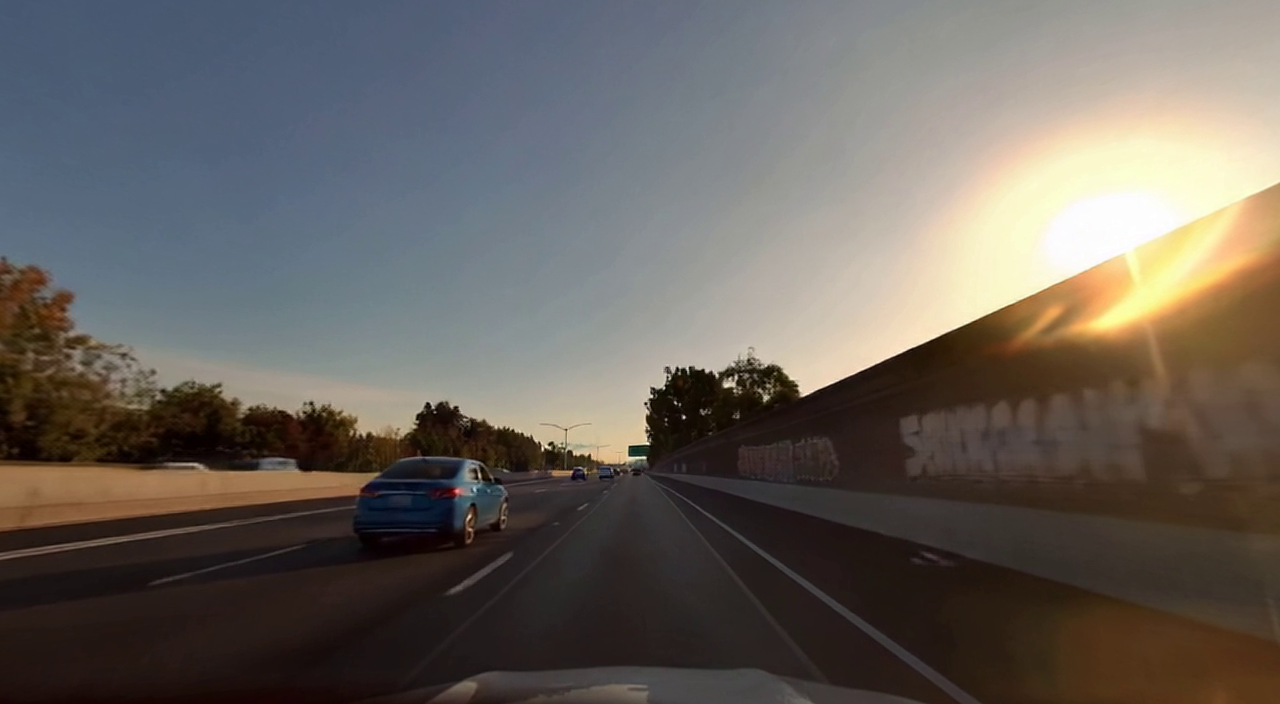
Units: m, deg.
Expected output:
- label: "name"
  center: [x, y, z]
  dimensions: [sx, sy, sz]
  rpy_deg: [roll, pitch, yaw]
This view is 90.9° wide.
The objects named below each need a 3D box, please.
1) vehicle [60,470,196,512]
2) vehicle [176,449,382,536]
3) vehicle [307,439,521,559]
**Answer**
- label: "vehicle"
  center: [-19.013, 5.145, 23.666]
  dimensions: [1.680, 1.392, 4.007]
  rpy_deg: [1, -10, 0]
- label: "vehicle"
  center: [-7.648, 3.030, 13.967]
  dimensions: [2.037, 1.593, 4.151]
  rpy_deg: [0, -10, 0]
- label: "vehicle"
  center: [-3.715, 2.547, 11.452]
  dimensions: [2.173, 1.696, 4.462]
  rpy_deg: [0, -10, 1]
